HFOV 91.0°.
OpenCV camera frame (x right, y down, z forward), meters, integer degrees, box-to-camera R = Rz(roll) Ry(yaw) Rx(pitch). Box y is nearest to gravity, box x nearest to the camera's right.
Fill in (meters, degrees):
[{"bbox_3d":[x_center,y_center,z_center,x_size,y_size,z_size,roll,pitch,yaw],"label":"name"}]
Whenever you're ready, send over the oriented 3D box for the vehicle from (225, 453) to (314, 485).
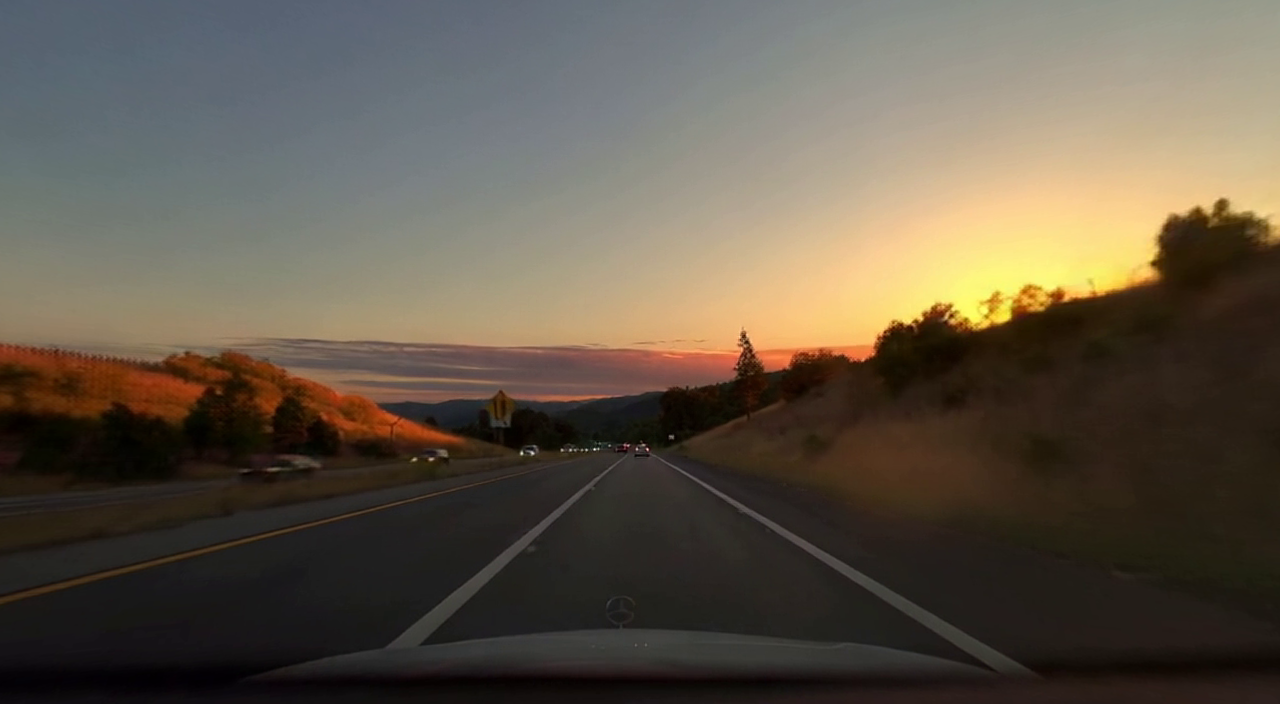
[{"bbox_3d":[-19.307,6.082,33.086,1.879,1.505,4.530,0,-9,1],"label":"vehicle"}]
